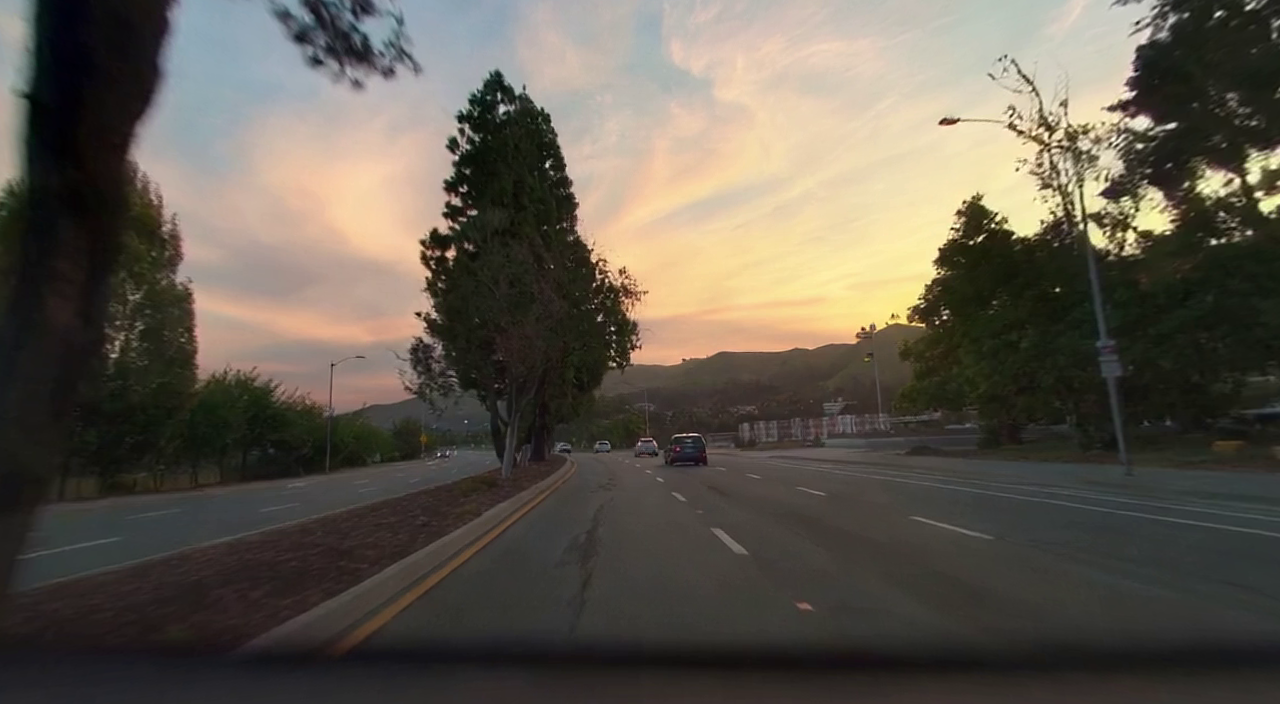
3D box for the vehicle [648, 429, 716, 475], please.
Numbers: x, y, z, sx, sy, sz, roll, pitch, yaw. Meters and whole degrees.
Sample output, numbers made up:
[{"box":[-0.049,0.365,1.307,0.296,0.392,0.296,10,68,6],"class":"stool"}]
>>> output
[{"box":[1.638,4.146,26.325,2.253,1.756,4.313,0,-8,-4],"class":"vehicle"}]
